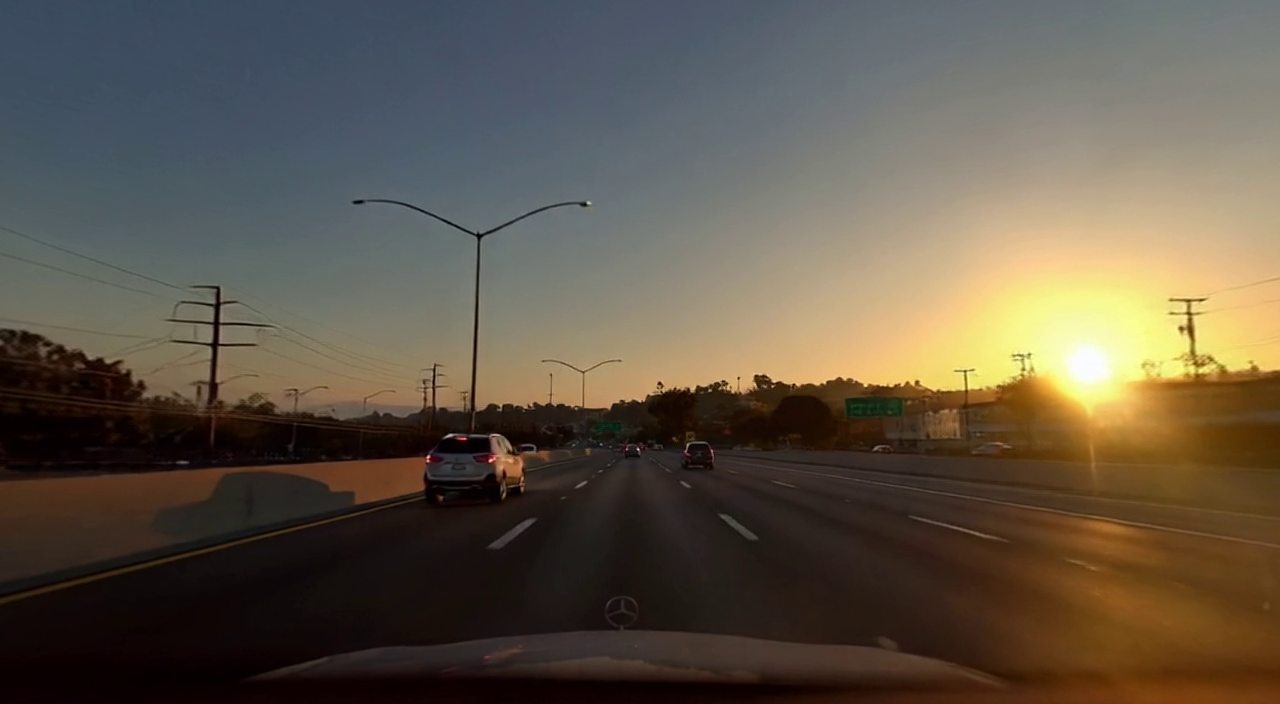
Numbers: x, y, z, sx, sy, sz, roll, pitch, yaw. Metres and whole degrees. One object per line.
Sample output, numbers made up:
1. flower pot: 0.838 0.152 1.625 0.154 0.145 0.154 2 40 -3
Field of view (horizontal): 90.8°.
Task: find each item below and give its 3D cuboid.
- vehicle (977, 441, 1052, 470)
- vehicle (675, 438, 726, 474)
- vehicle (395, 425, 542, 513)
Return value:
1. vehicle: 24.331 6.716 41.294 2.070 1.782 5.006 -1 -9 4
2. vehicle: 2.890 5.083 31.128 1.997 1.638 4.281 0 -8 -1
3. vehicle: -3.691 2.620 14.603 2.099 1.682 4.590 0 -9 0
